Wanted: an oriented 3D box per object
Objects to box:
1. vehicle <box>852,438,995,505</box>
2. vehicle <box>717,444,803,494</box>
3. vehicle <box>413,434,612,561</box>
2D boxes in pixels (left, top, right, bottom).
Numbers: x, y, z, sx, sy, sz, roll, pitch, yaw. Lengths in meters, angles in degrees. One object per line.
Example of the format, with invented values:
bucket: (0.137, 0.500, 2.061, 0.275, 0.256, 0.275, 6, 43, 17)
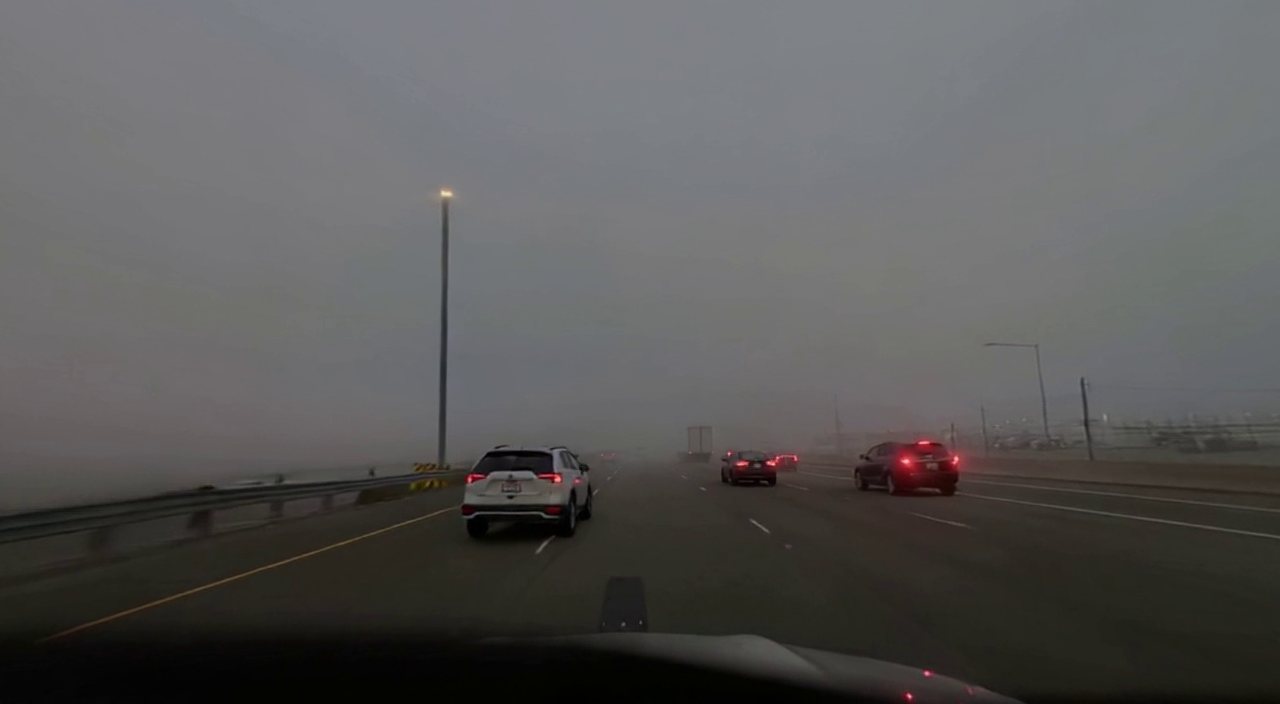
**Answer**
vehicle: (7.281, 3.080, 16.707, 1.860, 1.520, 3.961, 0, -8, -1)
vehicle: (3.829, 3.782, 20.902, 1.942, 1.453, 4.329, 0, -8, -1)
vehicle: (-1.704, 2.174, 10.349, 2.067, 1.555, 4.851, -1, -8, 2)
